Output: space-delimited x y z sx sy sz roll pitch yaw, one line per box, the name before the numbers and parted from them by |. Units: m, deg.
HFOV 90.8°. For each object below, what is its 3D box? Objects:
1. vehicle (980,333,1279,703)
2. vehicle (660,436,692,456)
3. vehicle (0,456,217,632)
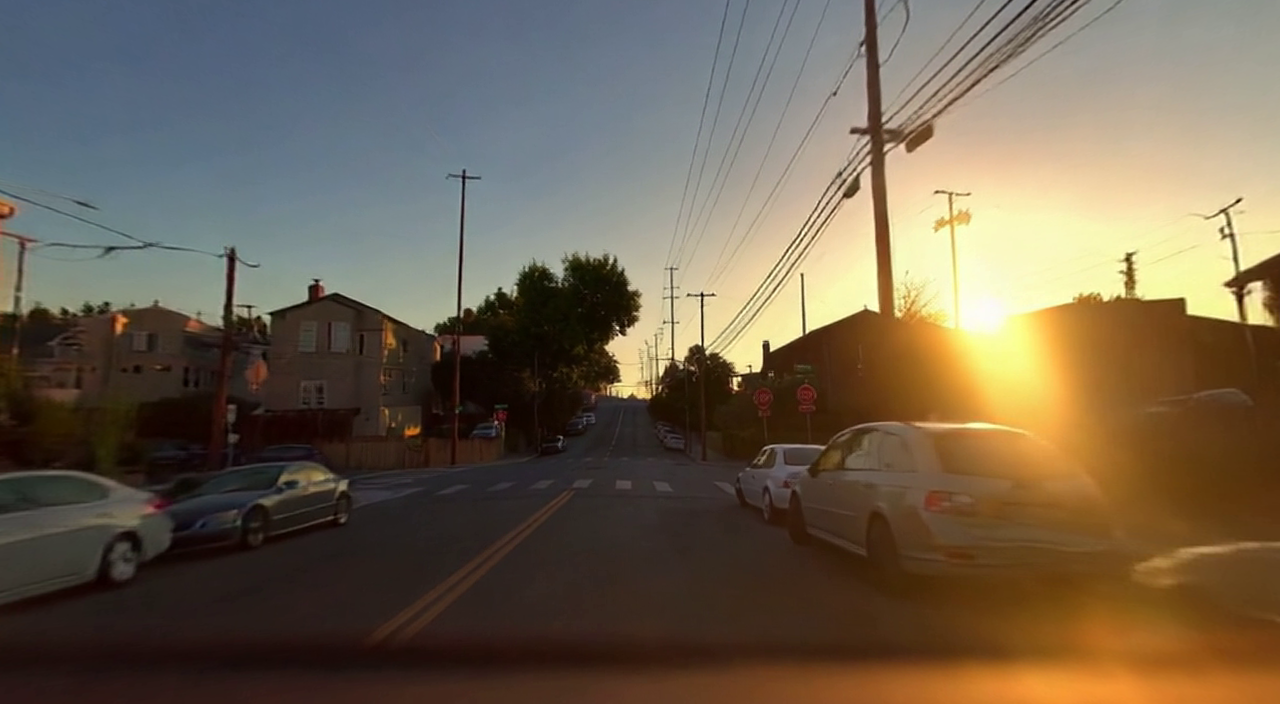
vehicle | 3.209 0.674 1.183 2.086 1.759 5.461 0 -9 0
vehicle | 2.798 7.442 49.871 2.120 1.487 4.360 0 -9 -3
vehicle | -6.532 1.751 5.985 2.098 1.454 4.449 0 -9 -3
